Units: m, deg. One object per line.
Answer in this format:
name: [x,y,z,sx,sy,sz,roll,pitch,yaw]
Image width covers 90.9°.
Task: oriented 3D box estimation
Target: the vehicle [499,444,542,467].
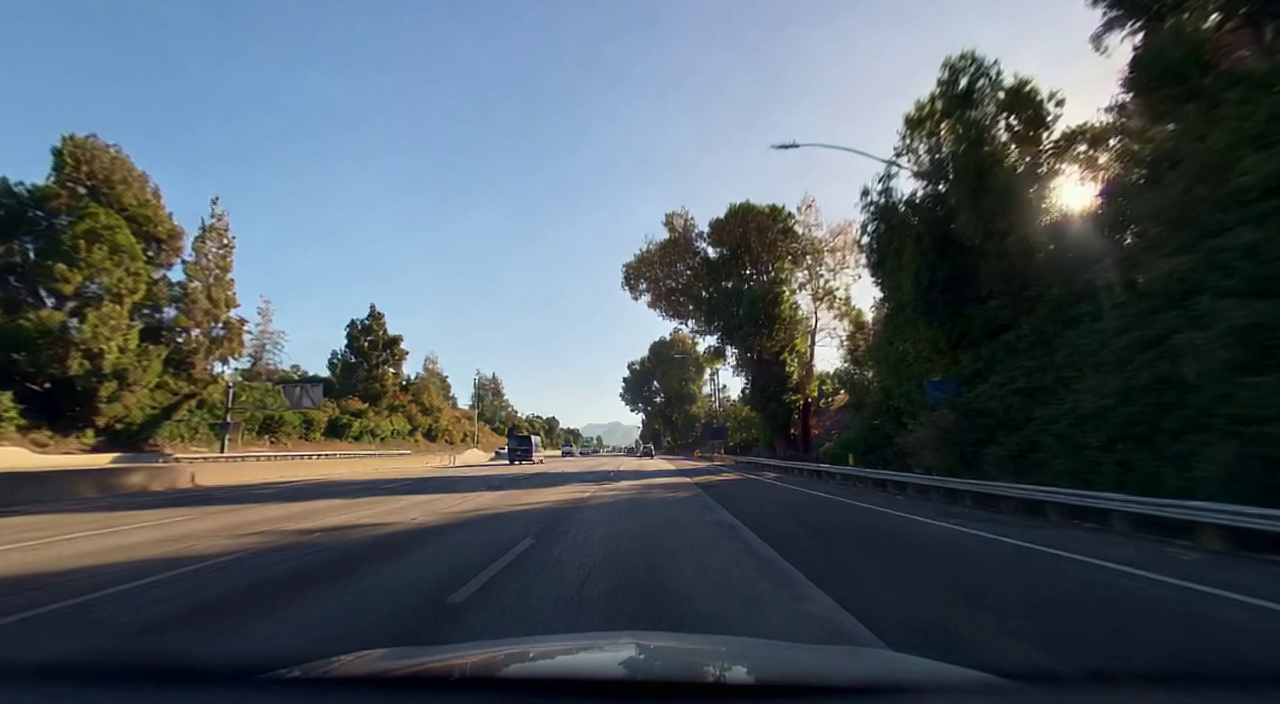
vehicle: [-8.471,7.372,44.982,1.983,1.532,4.424,0,-8,3]
